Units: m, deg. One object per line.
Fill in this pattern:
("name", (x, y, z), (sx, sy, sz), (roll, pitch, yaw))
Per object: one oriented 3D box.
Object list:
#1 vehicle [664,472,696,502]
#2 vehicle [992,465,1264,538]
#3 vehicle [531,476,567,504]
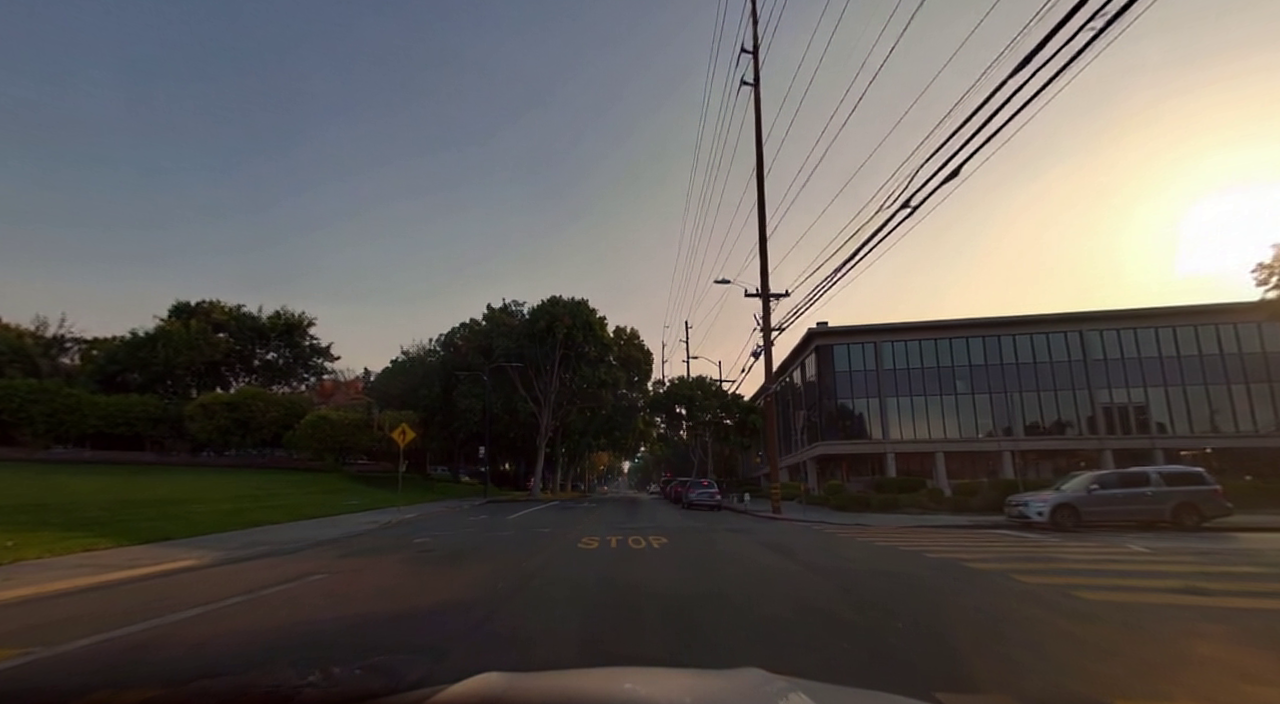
("vehicle", (2.857, 9.761, 45.924), (1.953, 1.774, 5.008), (0, -8, -1))
("vehicle", (11.456, 3.510, 15.119), (4.771, 1.492, 2.107), (0, -8, -2))
("vehicle", (-6.627, 10.105, 46.461), (1.913, 1.682, 4.365), (0, -8, 0))
